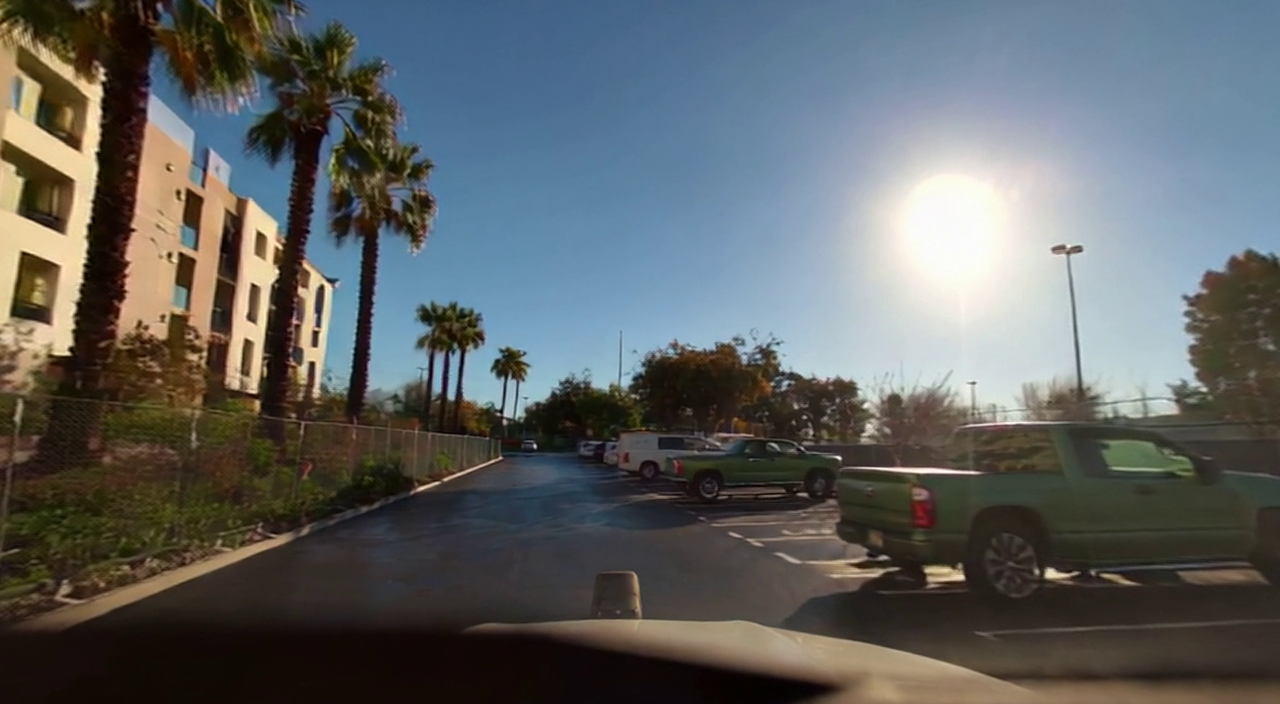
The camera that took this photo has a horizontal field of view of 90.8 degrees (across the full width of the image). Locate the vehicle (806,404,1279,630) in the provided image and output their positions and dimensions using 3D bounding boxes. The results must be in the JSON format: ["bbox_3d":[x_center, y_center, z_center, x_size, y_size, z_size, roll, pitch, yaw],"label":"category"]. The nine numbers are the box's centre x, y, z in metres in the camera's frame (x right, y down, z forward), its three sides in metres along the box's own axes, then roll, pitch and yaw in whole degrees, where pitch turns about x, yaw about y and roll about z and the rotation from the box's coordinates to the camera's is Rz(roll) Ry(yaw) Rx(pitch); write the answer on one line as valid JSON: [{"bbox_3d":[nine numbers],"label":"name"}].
[{"bbox_3d":[4.168,1.439,5.726,4.803,1.520,1.894,5,-9,-11],"label":"vehicle"}]

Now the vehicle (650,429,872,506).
[{"bbox_3d":[3.122,3.003,16.792,5.381,1.826,2.047,2,-9,-12],"label":"vehicle"}]
